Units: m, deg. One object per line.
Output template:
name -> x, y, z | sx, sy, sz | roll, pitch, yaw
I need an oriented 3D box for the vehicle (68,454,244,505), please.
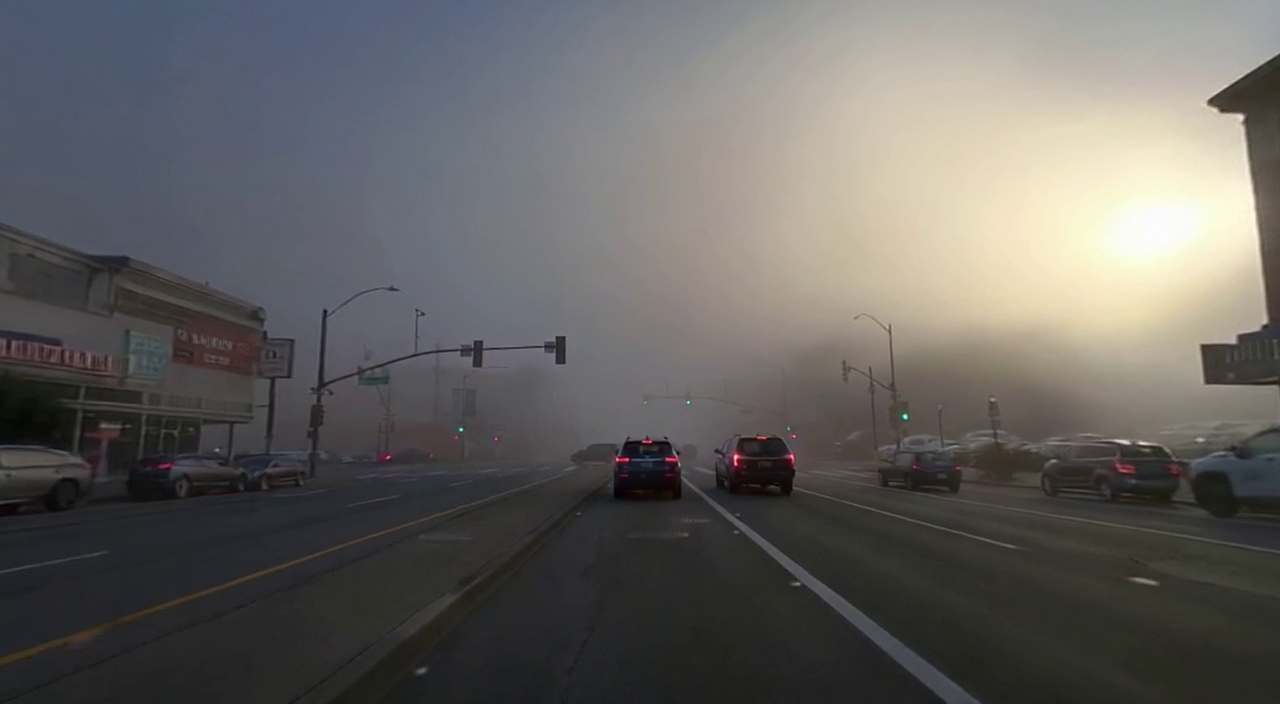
vehicle -> -15.606, 4.094, 20.814 | 1.792, 1.429, 5.161 | 0, -9, -1

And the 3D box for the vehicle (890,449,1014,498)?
vehicle -> 10.297, 4.016, 21.278 | 1.863, 1.426, 4.494 | 0, -8, -1

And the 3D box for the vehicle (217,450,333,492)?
vehicle -> -15.628, 5.078, 27.390 | 2.096, 1.416, 4.885 | 1, -6, 0

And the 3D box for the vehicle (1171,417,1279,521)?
vehicle -> 13.859, 2.218, 12.241 | 2.172, 2.060, 5.546 | -3, -9, 0

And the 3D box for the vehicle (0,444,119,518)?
vehicle -> -15.623, 3.059, 15.140 | 1.825, 1.685, 5.220 | 1, -9, -1

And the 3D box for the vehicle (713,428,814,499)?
vehicle -> 3.681, 3.428, 19.870 | 2.115, 1.932, 5.189 | 0, -8, 0

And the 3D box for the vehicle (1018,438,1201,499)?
vehicle -> 13.901, 3.493, 19.116 | 2.022, 1.590, 4.466 | -1, -10, -1

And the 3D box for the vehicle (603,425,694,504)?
vehicle -> 0.189, 3.040, 17.474 | 2.157, 1.863, 4.665 | 0, -8, 0
